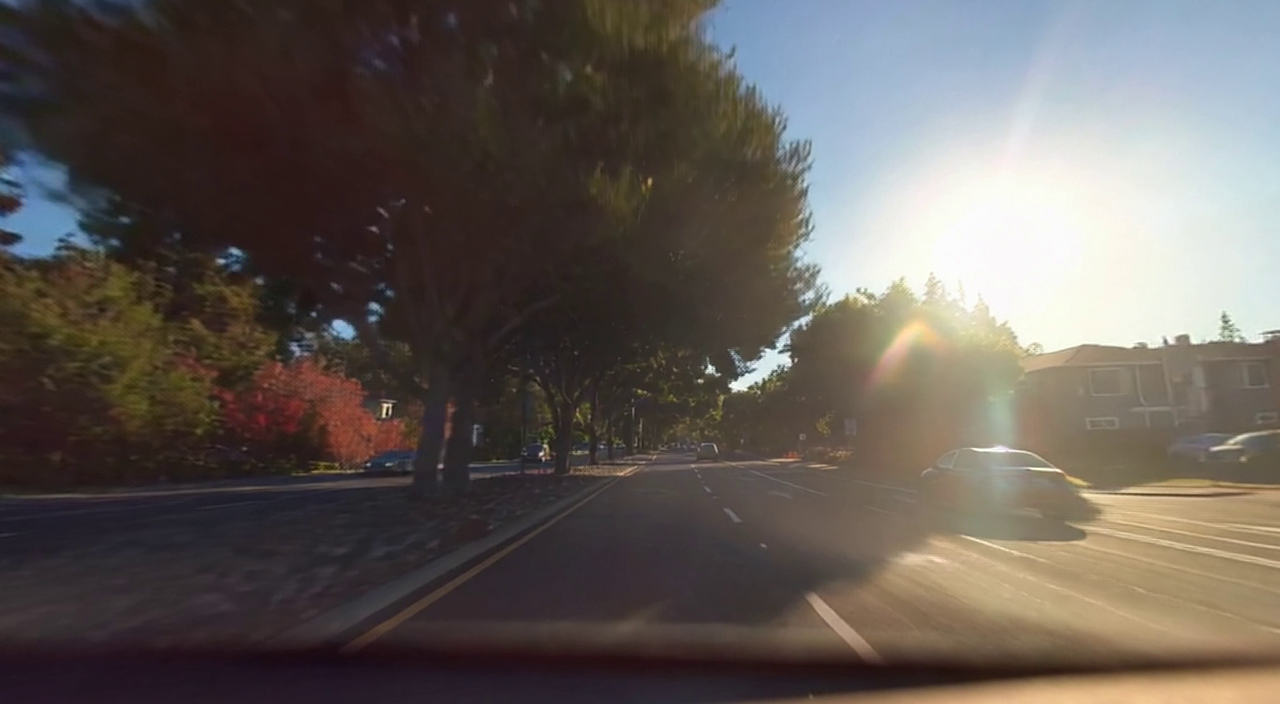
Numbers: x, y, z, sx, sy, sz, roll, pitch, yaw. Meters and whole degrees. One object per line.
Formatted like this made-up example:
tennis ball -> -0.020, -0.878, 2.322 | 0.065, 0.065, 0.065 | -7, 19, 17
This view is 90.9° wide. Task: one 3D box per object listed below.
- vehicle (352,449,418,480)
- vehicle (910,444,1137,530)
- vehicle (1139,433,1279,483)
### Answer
vehicle -> -15.694, 6.916, 39.051 | 2.026, 1.690, 4.656 | 0, -8, 2
vehicle -> 7.486, 2.621, 12.971 | 1.855, 1.444, 4.389 | 0, -8, -1
vehicle -> 21.521, 3.911, 23.531 | 2.011, 1.661, 4.712 | 0, -8, 2
